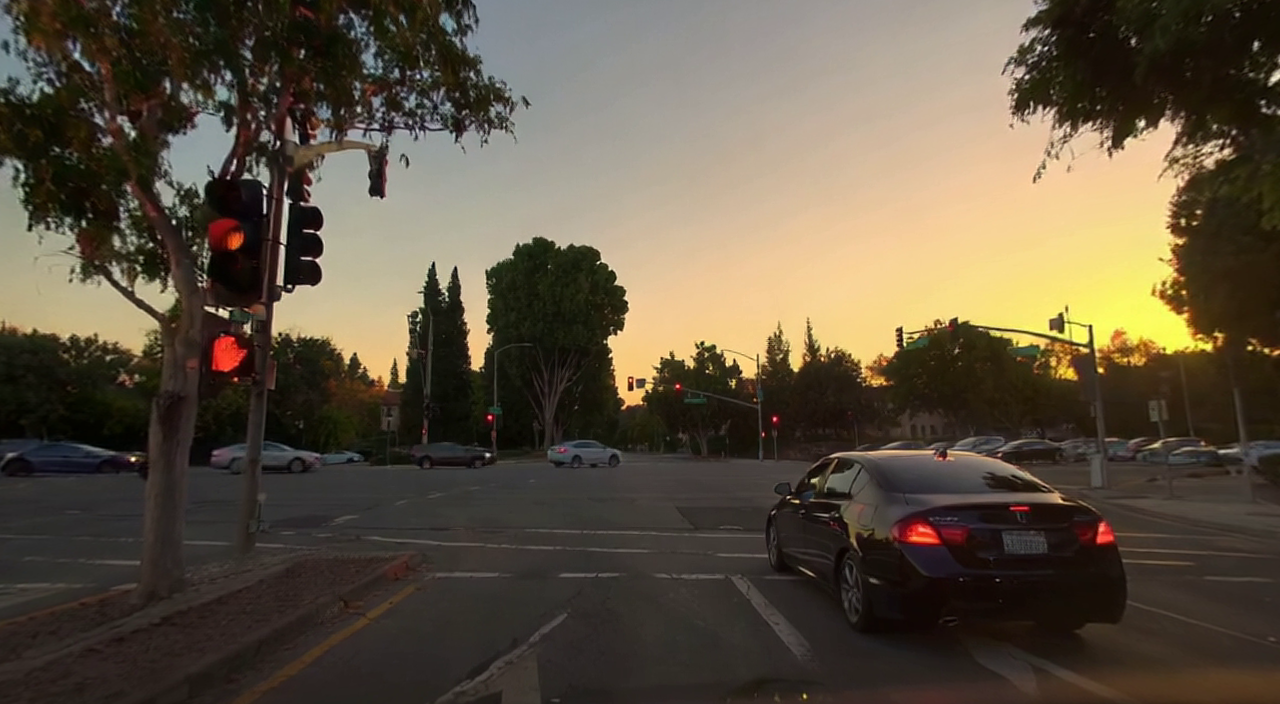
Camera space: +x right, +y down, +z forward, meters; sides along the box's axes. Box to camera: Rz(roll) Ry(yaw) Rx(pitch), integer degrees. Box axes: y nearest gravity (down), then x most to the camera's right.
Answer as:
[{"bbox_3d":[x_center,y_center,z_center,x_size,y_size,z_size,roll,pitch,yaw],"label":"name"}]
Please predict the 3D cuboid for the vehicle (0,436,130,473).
[{"bbox_3d":[-24.618,4.283,26.427,4.580,1.472,1.891,3,-9,-16],"label":"vehicle"}]

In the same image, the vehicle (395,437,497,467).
[{"bbox_3d":[-10.485,5.428,34.383,4.912,1.485,1.922,8,-11,-41],"label":"vehicle"}]

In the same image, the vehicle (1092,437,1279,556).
[{"bbox_3d":[9.240,2.088,9.129,1.993,1.505,4.721,5,-9,0],"label":"vehicle"}]

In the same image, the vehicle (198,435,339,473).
[{"bbox_3d":[-15.595,4.316,26.895,4.849,1.476,1.935,3,-9,-22],"label":"vehicle"}]

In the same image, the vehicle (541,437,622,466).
[{"bbox_3d":[-3.253,5.606,35.678,1.896,1.544,4.331,-8,-12,44],"label":"vehicle"}]

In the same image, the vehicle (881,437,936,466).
[{"bbox_3d":[14.813,5.513,35.097,1.962,1.468,4.516,-2,-9,12],"label":"vehicle"}]

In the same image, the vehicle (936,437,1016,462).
[{"bbox_3d":[22.193,6.427,41.792,4.481,1.561,2.001,3,-9,-18],"label":"vehicle"}]
